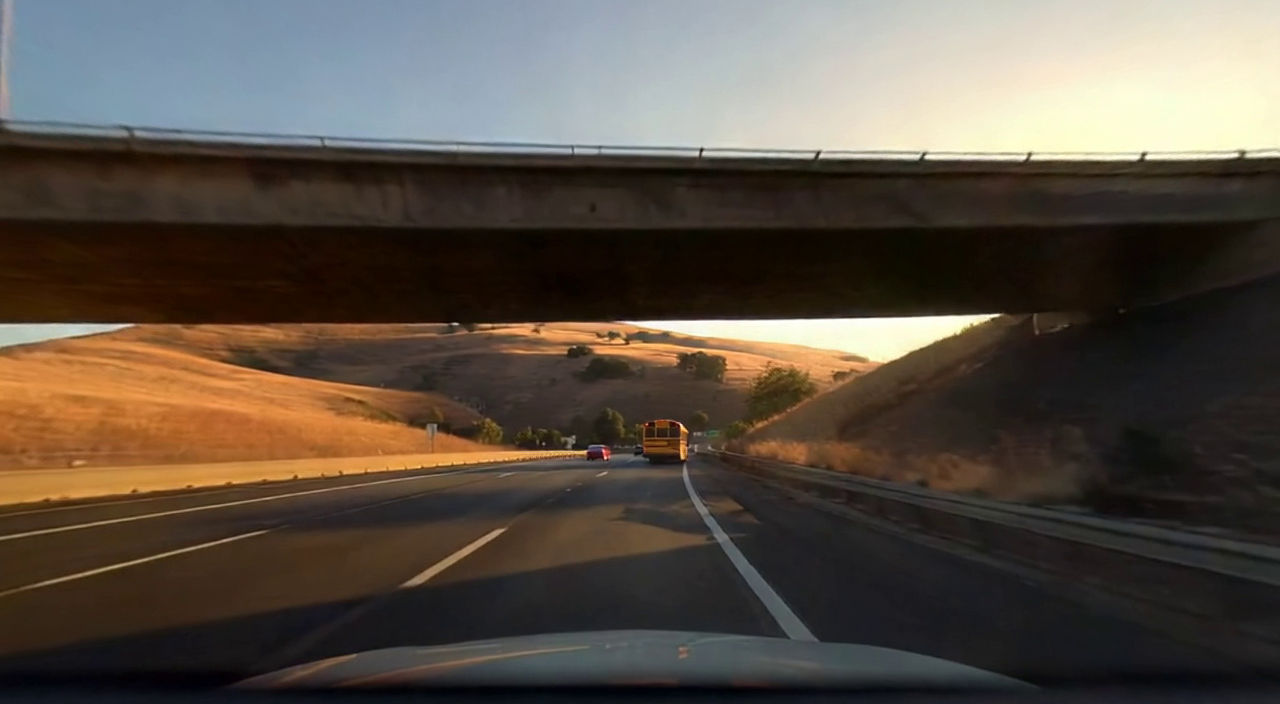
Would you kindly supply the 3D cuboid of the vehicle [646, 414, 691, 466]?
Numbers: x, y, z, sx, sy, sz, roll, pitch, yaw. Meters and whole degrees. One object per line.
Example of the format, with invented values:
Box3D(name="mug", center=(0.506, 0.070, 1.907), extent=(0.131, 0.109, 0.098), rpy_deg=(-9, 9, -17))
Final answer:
Box3D(name="vehicle", center=(2.142, 6.465, 46.118), extent=(2.945, 3.295, 10.406), rpy_deg=(0, -8, 3))
